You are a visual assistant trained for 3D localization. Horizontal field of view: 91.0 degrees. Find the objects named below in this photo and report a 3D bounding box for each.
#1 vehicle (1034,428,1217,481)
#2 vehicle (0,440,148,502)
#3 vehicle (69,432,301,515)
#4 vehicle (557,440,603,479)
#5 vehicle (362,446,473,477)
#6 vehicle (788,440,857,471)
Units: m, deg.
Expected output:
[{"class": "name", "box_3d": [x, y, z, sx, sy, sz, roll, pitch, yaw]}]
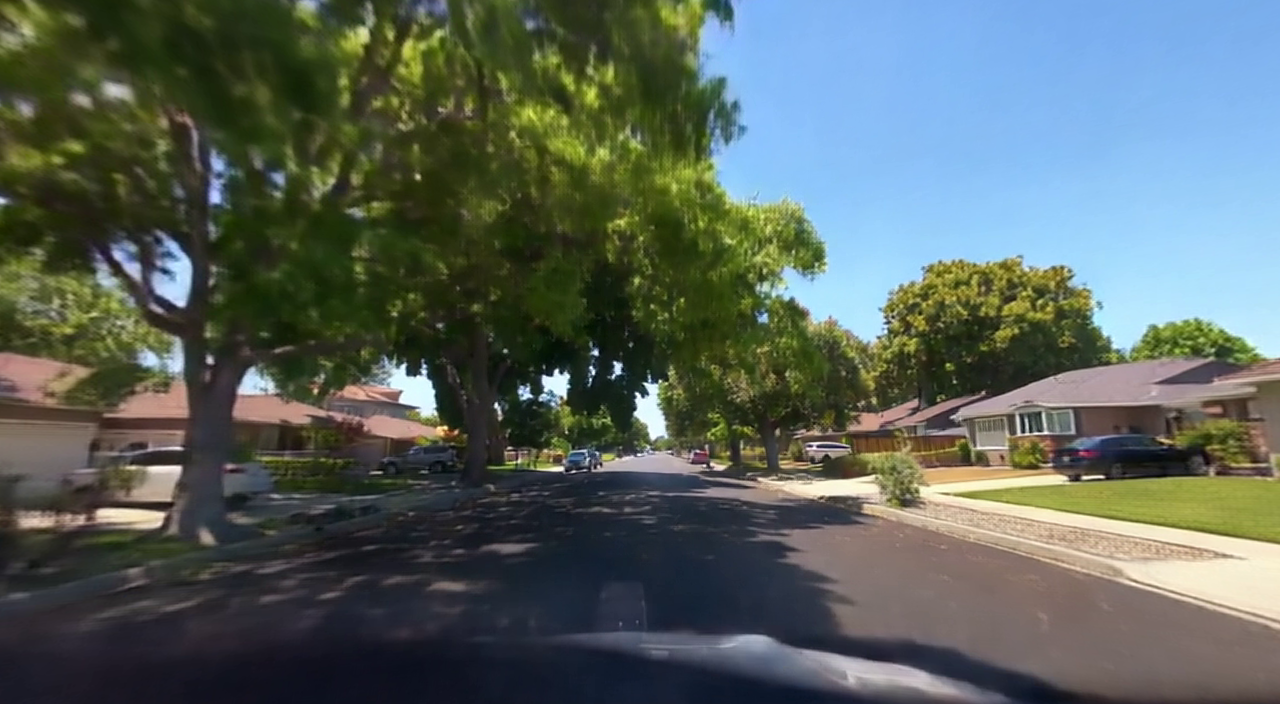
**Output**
[{"class": "vehicle", "box_3d": [15.190, 3.194, 19.782, 4.553, 1.526, 2.000, 2, -9, -14]}, {"class": "vehicle", "box_3d": [-15.961, 3.186, 17.249, 4.473, 1.493, 1.884, -4, -9, 24]}, {"class": "vehicle", "box_3d": [-11.138, 2.990, 15.606, 4.373, 1.747, 2.029, -4, -9, 8]}, {"class": "vehicle", "box_3d": [-4.133, 7.471, 44.210, 2.482, 2.054, 5.323, 1, -3, 3]}, {"class": "vehicle", "box_3d": [-11.445, 5.657, 32.632, 4.977, 1.558, 2.079, 0, -9, 2]}, {"class": "vehicle", "box_3d": [11.045, 6.281, 38.302, 3.647, 1.784, 1.650, -1, -9, 3]}]
